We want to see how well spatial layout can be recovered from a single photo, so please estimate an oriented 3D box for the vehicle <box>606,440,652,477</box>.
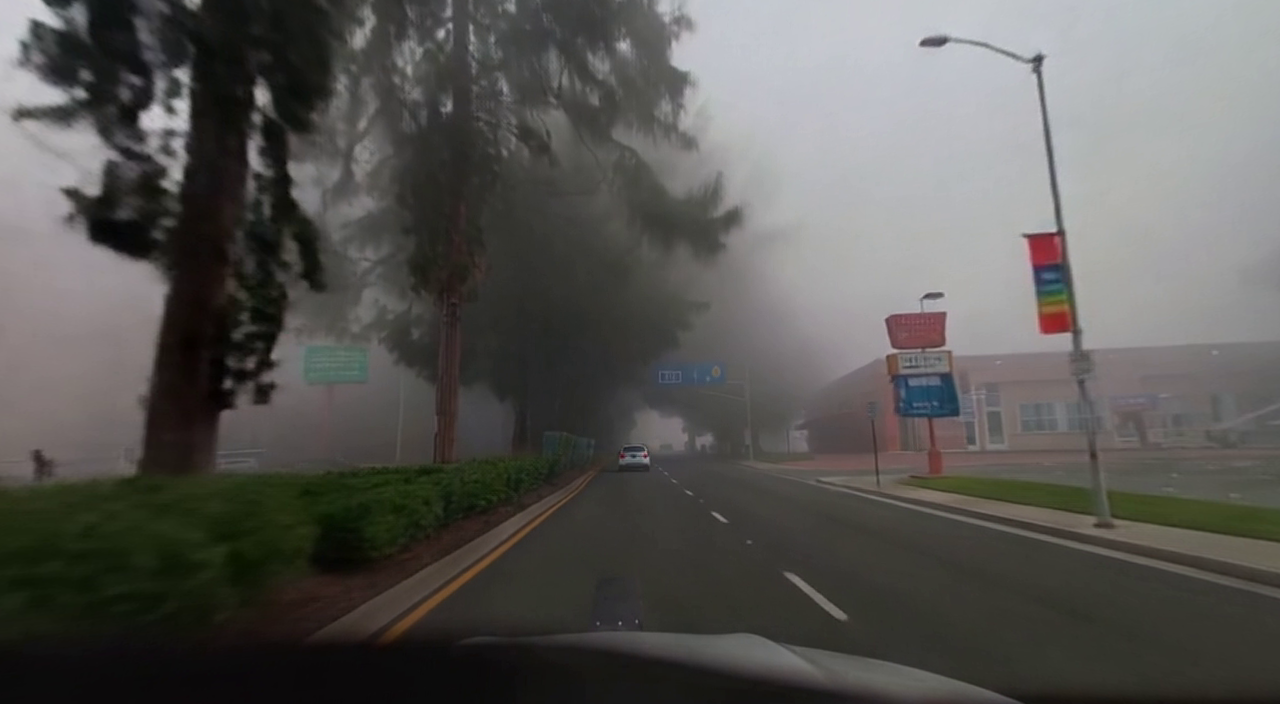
[{"bbox_3d":[-0.518,5.592,33.117,2.235,1.719,4.292,2,-9,1],"label":"vehicle"}]
